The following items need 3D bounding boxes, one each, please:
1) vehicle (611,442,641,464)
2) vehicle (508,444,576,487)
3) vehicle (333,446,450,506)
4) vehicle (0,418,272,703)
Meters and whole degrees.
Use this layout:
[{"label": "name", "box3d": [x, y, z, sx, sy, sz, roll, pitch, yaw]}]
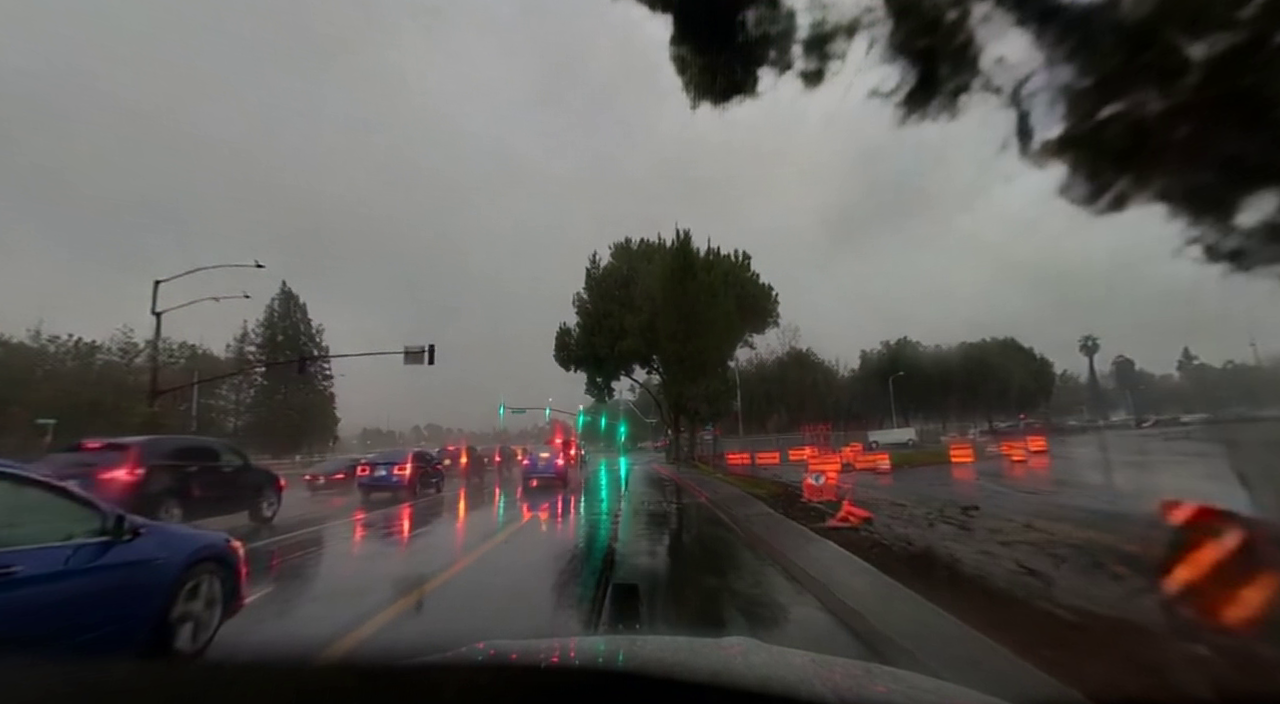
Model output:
[{"label": "vehicle", "box3d": [-1.026, 7.566, 47.335, 2.183, 1.506, 4.286, 0, -9, -1]}, {"label": "vehicle", "box3d": [-3.660, 4.315, 24.352, 2.042, 1.441, 4.172, -1, -9, -1]}, {"label": "vehicle", "box3d": [-7.364, 3.680, 19.231, 1.900, 1.507, 4.285, -3, -9, -1]}, {"label": "vehicle", "box3d": [-3.864, 1.035, 2.512, 2.026, 1.497, 4.577, -2, -9, 1]}]
